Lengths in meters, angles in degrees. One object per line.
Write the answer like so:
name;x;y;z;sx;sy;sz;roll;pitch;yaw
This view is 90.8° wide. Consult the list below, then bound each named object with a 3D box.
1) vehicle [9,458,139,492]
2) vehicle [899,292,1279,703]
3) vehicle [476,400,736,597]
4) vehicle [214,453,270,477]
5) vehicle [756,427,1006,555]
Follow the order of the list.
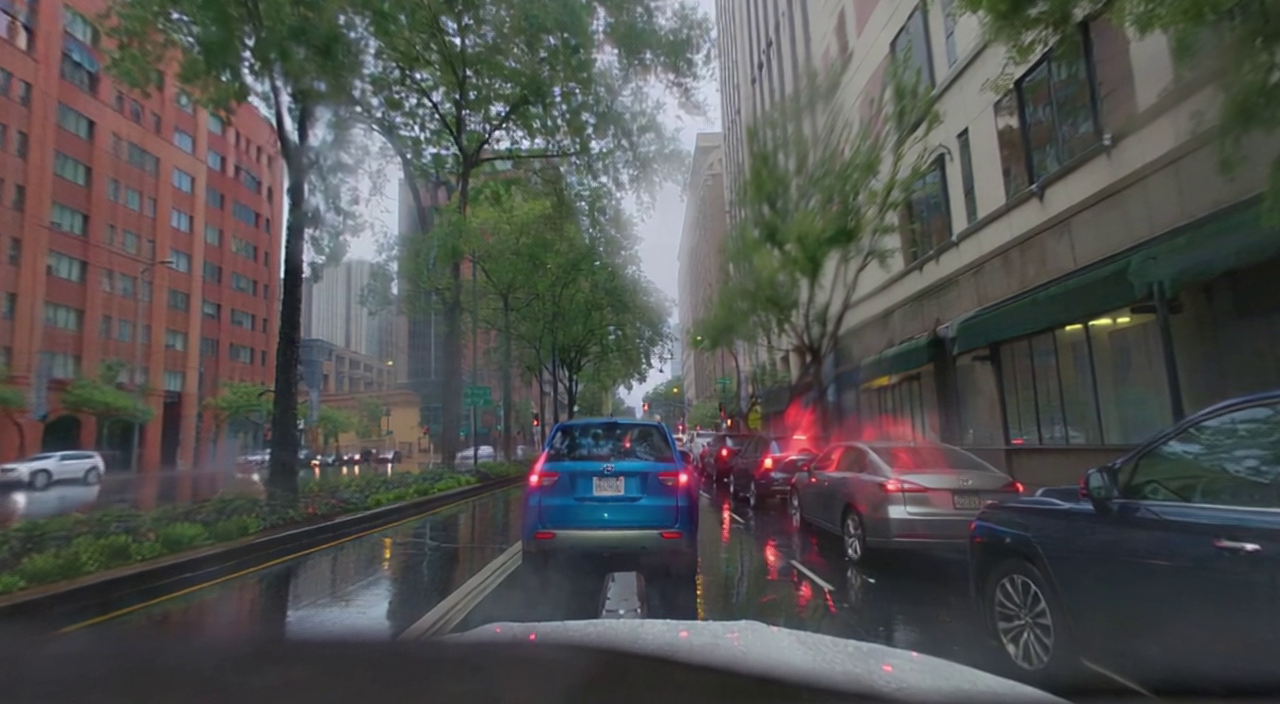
vehicle;-27.536;5.948;30.988;1.967;1.428;4.832;0;-9;-1
vehicle;2.993;0.749;2.254;2.063;1.760;4.664;0;-9;-1
vehicle;-0.345;1.581;7.611;2.249;1.684;4.084;0;-9;-2
vehicle;-26.908;7.629;42.874;1.960;1.459;4.699;2;-9;-17
vehicle;3.270;1.986;9.811;1.941;1.482;4.632;0;-9;-2
